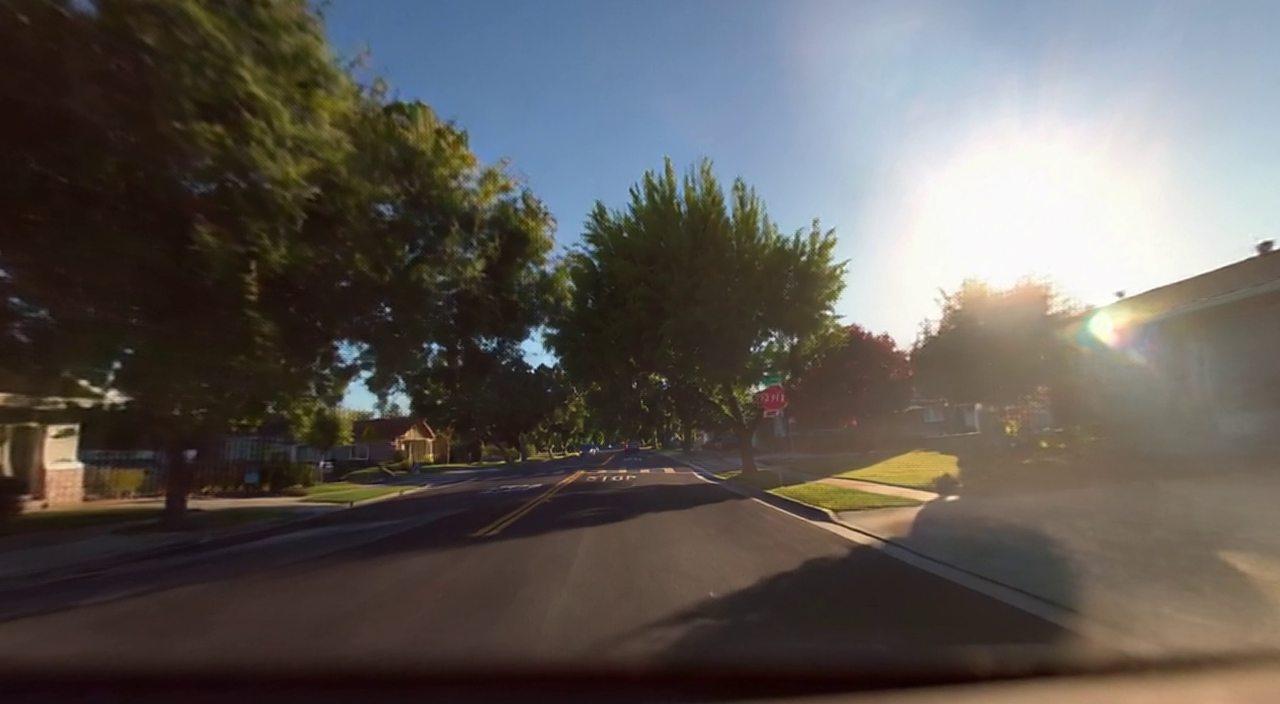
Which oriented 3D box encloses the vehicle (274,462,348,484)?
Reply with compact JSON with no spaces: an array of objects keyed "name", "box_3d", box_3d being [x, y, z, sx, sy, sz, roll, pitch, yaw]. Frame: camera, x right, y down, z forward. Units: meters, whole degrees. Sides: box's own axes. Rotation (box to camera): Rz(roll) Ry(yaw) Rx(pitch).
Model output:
[{"name":"vehicle","box_3d":[-24.344,8.960,46.870,4.380,1.462,1.864,0,-9,-1]}]
